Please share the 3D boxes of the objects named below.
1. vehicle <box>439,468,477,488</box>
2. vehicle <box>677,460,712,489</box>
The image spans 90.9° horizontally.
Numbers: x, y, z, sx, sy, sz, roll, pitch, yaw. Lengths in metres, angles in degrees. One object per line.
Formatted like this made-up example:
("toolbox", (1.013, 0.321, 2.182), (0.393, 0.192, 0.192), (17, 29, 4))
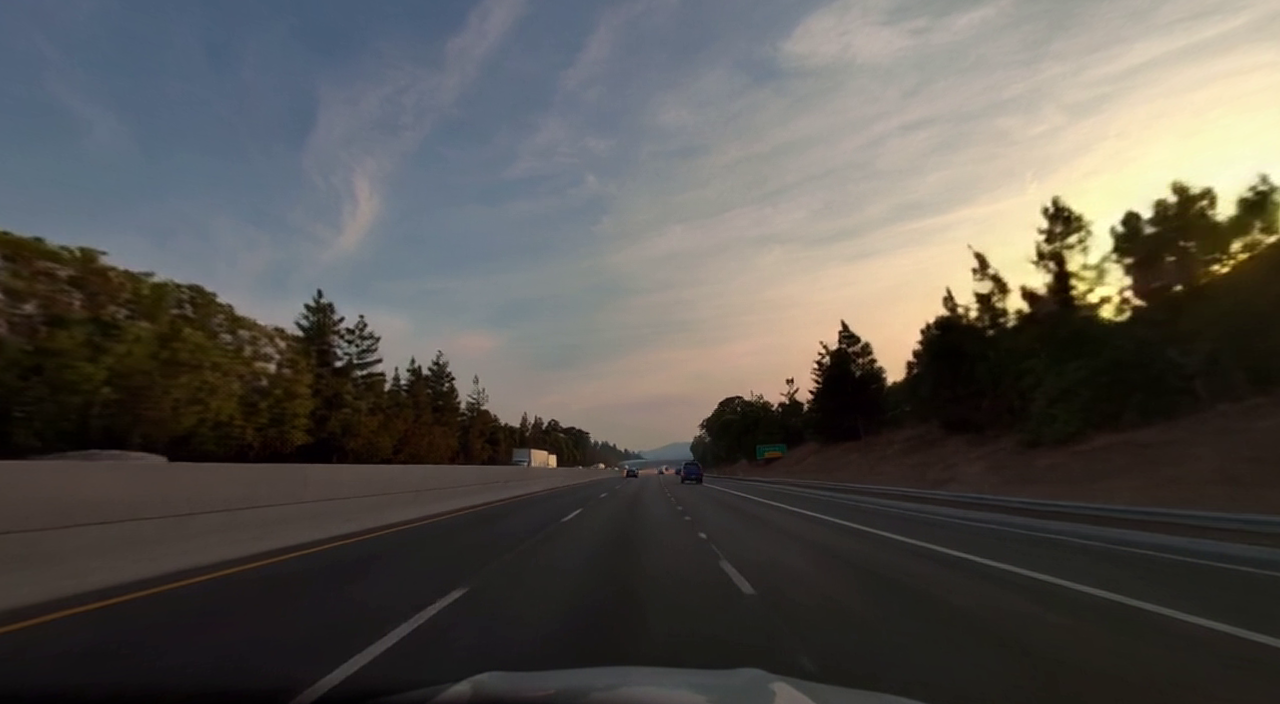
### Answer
("vehicle", (-14.150, 9.798, 49.084), (1.837, 1.444, 3.440), (0, -10, 2))
("vehicle", (3.908, 8.881, 45.697), (2.093, 1.933, 4.623), (1, -10, 0))
